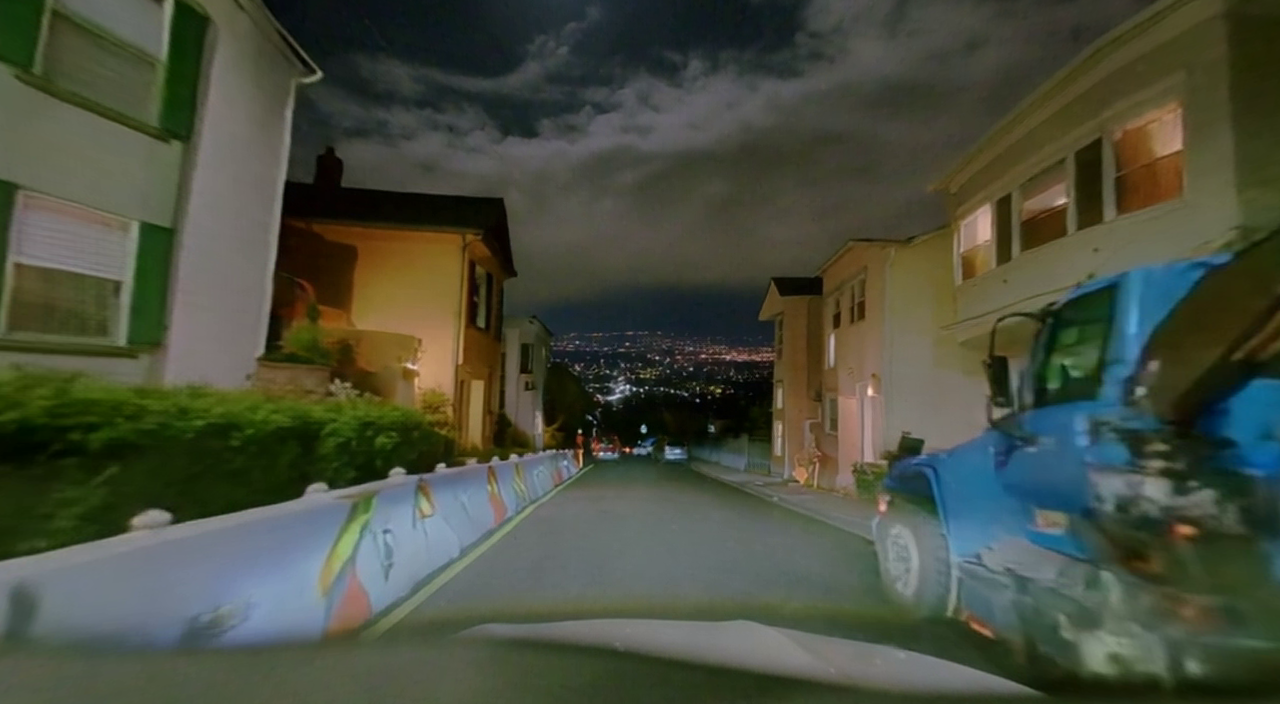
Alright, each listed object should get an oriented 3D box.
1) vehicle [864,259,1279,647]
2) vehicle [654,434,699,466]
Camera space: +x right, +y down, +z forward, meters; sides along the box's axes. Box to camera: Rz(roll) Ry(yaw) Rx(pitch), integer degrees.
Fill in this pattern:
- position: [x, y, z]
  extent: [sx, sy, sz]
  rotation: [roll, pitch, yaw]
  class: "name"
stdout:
- position: [3.563, 0.941, 5.841]
  extent: [1.758, 2.572, 2.706]
  rotation: [7, -13, -4]
  class: "vehicle"
- position: [2.011, 5.580, 36.271]
  extent: [2.066, 1.739, 4.234]
  rotation: [0, -7, -4]
  class: "vehicle"
